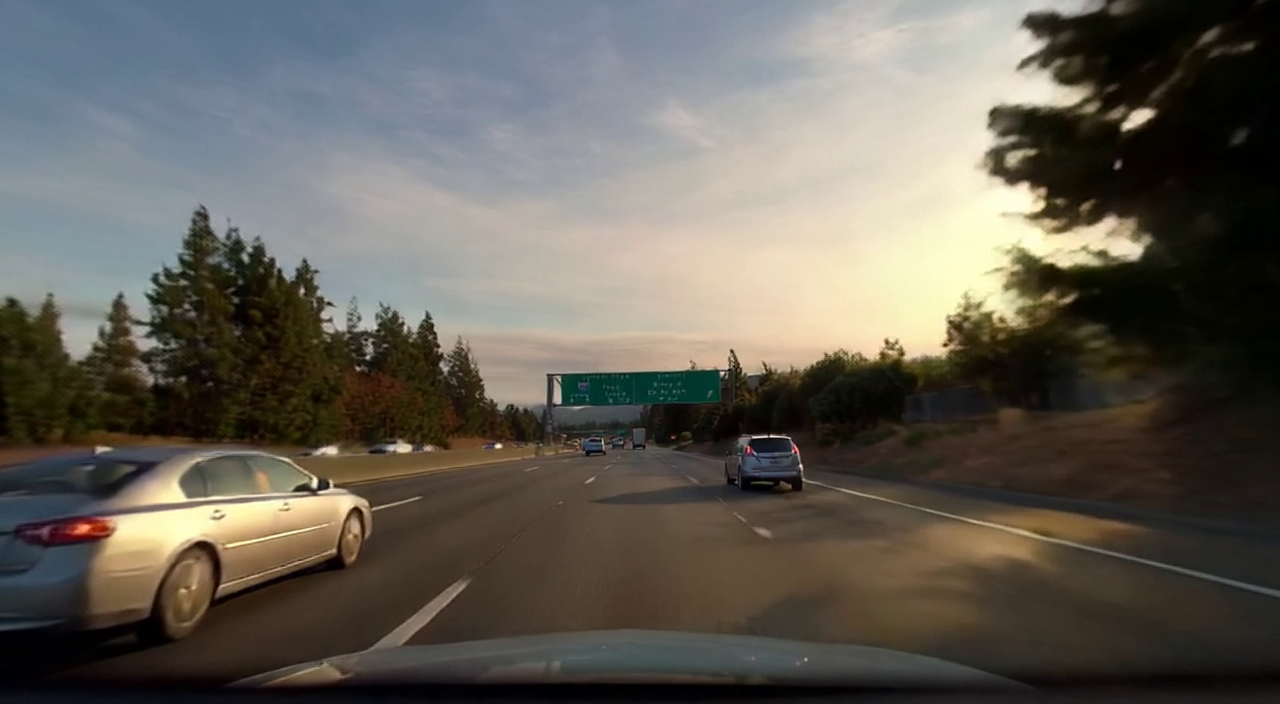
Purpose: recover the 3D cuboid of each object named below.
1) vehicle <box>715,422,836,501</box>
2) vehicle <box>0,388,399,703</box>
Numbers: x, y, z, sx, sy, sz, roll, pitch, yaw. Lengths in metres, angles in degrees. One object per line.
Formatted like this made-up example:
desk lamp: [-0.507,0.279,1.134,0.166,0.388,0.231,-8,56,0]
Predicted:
vehicle: [3.216,2.722,15.962,2.053,1.714,4.097,0,-9,-1]
vehicle: [-3.934,1.280,4.931,2.118,1.573,4.940,0,-9,0]
